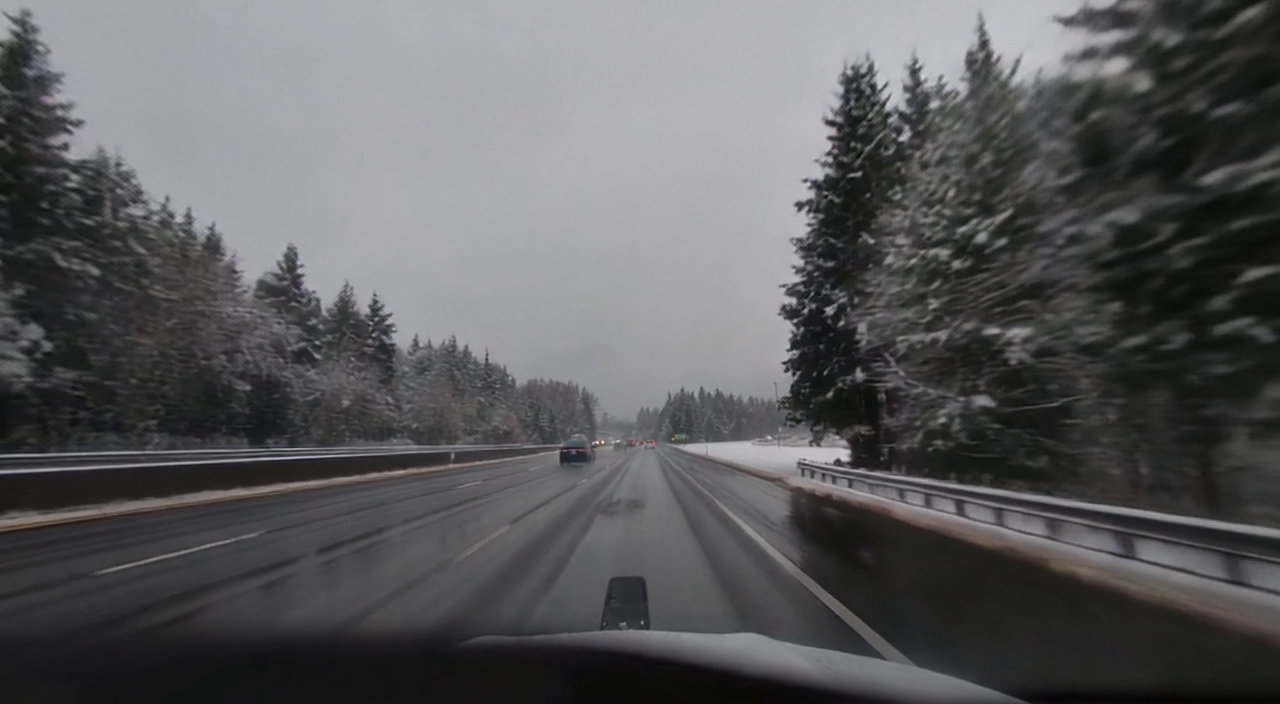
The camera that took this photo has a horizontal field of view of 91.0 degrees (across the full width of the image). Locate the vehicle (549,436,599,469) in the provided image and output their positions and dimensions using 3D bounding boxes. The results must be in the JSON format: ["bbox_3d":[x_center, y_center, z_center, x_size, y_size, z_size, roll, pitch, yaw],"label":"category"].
[{"bbox_3d":[-3.472,5.416,34.119,2.123,1.643,4.479,0,-8,1],"label":"vehicle"}]
